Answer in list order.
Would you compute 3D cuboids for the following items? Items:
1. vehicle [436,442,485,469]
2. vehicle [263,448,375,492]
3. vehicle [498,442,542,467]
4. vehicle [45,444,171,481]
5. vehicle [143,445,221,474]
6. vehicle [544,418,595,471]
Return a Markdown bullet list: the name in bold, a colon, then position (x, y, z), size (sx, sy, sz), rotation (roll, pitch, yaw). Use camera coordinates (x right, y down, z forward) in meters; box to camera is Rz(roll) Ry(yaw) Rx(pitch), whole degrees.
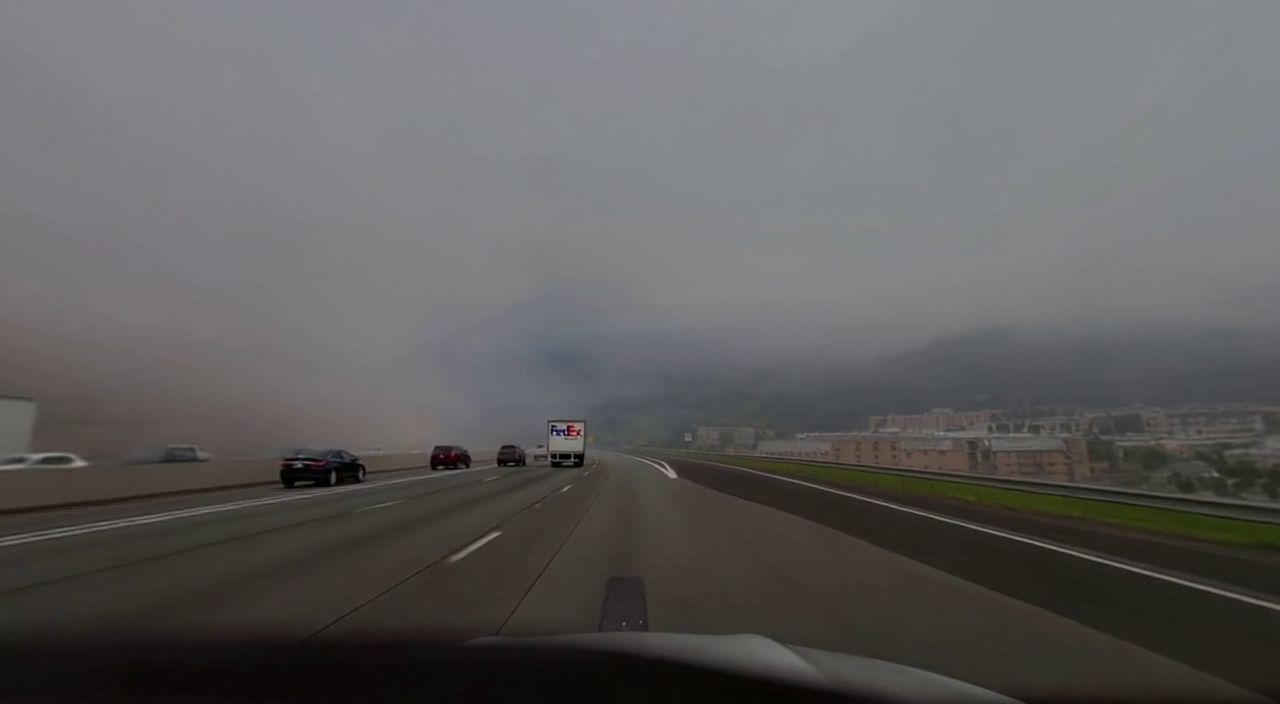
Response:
- **vehicle**: position (-12.739, 7.359, 45.104), size (2.188, 1.784, 4.724), rotation (0, -8, -1)
- **vehicle**: position (-11.700, 4.305, 23.390), size (1.879, 1.431, 4.425), rotation (0, -8, -1)
- **vehicle**: position (-8.987, 7.679, 47.609), size (2.461, 1.767, 4.991), rotation (0, -8, -2)
- **vehicle**: position (-24.916, 5.144, 29.816), size (1.904, 1.575, 4.743), rotation (0, -8, -1)
- **vehicle**: position (-29.048, 6.775, 40.166), size (1.831, 1.625, 4.209), rotation (3, -8, -2)
- **vehicle**: position (-4.675, 6.254, 43.335), size (2.798, 3.212, 7.573), rotation (2, -7, -2)
